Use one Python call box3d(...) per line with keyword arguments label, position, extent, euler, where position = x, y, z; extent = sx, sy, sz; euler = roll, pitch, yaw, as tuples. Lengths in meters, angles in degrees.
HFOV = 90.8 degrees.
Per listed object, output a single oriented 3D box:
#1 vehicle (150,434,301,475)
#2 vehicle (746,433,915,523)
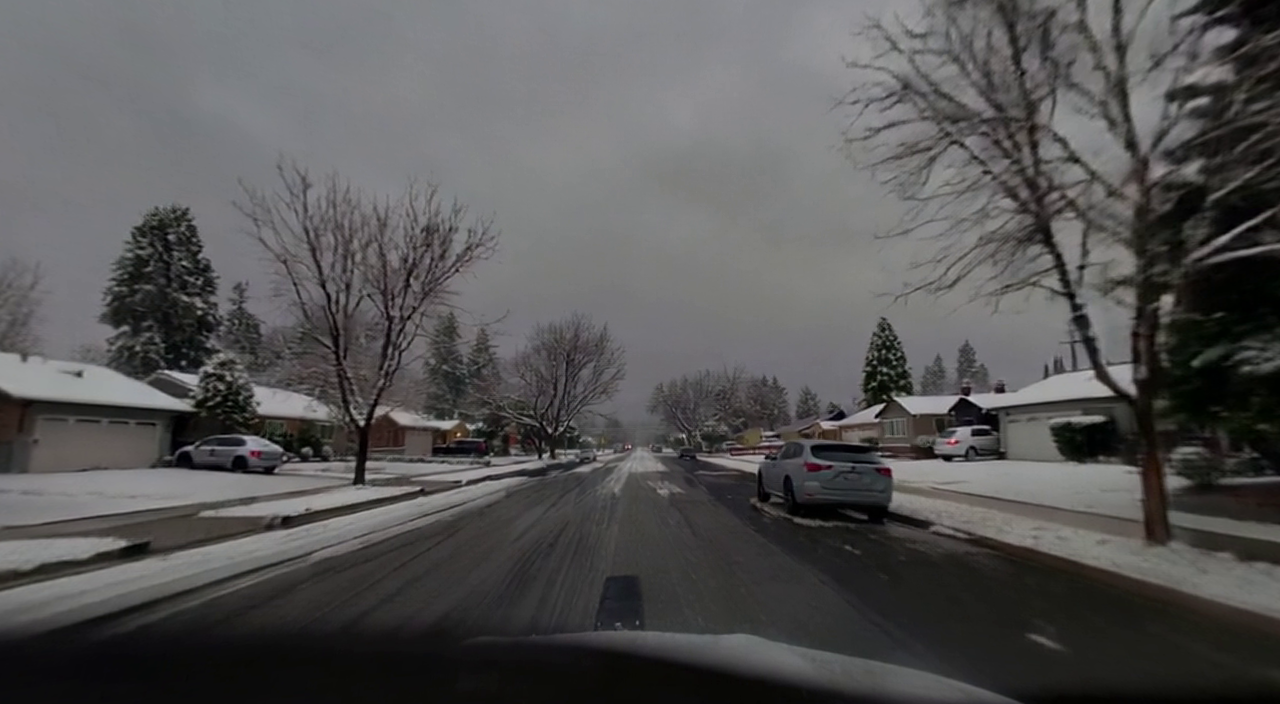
box3d(label="vehicle", position=(-16.692, 4.156, 25.674), extent=(4.607, 1.573, 2.058), euler=(1, -9, -4))
box3d(label="vehicle", position=(3.846, 2.639, 13.828), extent=(2.136, 1.596, 4.790), euler=(0, -9, -1))
